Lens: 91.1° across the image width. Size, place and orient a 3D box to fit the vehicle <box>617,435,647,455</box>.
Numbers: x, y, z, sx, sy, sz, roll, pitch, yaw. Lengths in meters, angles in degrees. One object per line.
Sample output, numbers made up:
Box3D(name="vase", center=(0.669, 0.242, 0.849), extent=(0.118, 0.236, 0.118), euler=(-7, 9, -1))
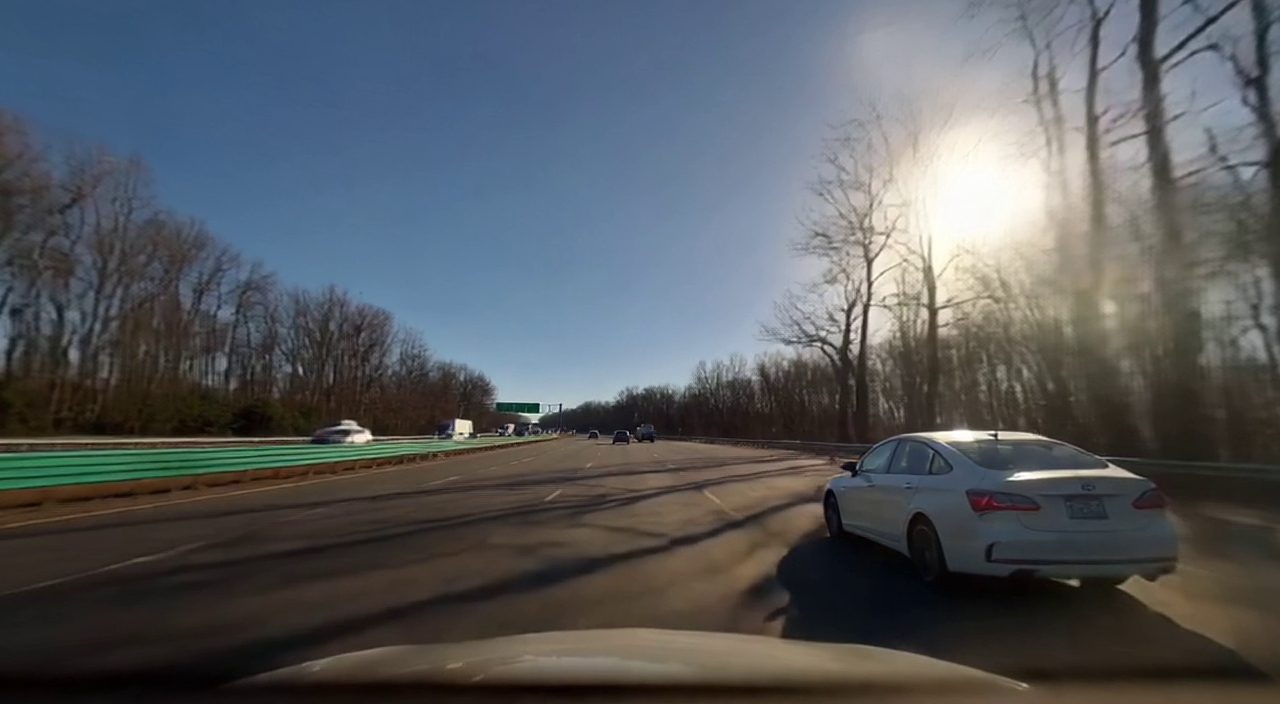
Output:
Box3D(name="vehicle", center=(-0.654, 7.034, 47.905), extent=(2.121, 1.445, 4.187), euler=(0, -8, -2))

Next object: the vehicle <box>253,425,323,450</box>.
Box3D(name="vehicle", center=(-22.555, 5.501, 40.513), extent=(2.016, 1.544, 4.478), euler=(0, -8, -1))

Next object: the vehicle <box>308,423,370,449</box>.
Box3D(name="vehicle", center=(-18.916, 5.337, 39.718), extent=(1.881, 1.526, 4.317), euler=(0, -8, -1))
